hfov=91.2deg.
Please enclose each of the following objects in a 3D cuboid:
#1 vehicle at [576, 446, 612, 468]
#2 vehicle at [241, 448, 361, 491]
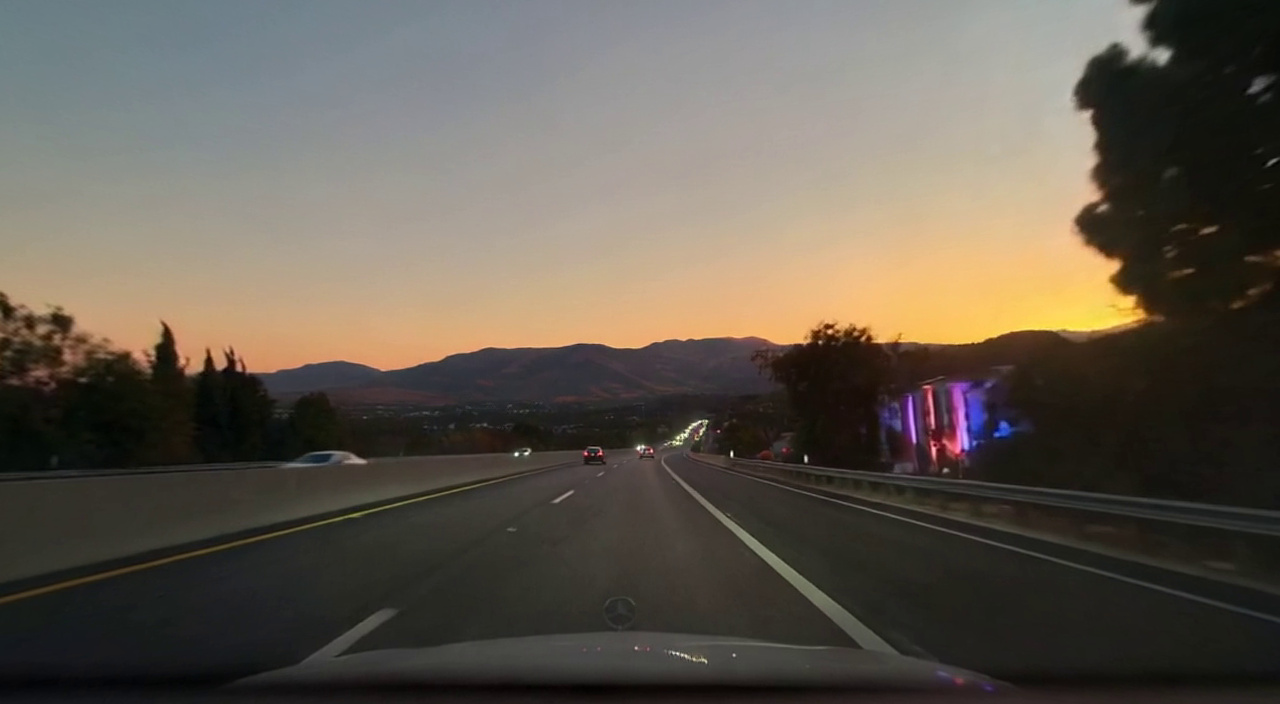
[{"bbox_3d":[-3.373,7.863,47.074,2.268,1.600,4.724,0,-9,1],"label":"vehicle"},{"bbox_3d":[-13.346,4.628,25.074,2.211,1.519,4.566,0,-9,0],"label":"vehicle"}]
